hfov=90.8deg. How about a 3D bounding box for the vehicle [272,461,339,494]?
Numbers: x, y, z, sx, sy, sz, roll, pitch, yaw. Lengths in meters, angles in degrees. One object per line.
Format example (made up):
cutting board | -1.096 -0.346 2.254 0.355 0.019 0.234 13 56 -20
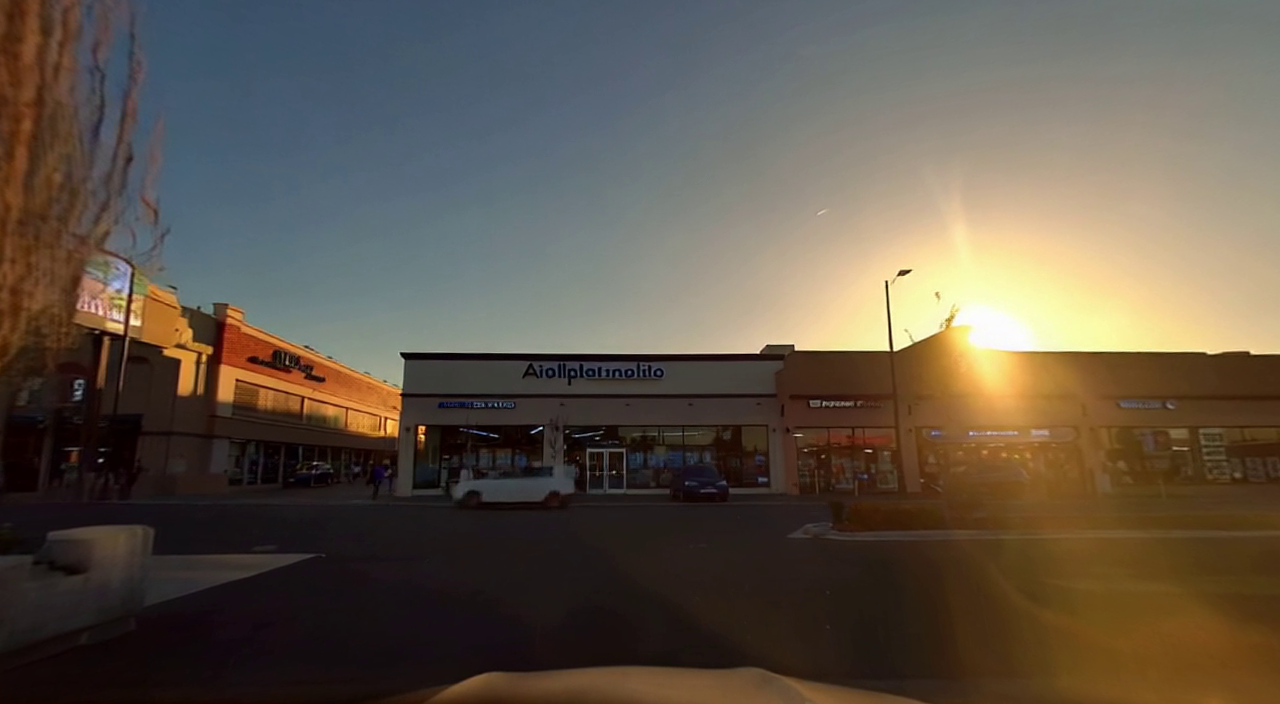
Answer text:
vehicle | -19.947 7.415 37.570 4.596 1.680 1.936 -7 -11 41

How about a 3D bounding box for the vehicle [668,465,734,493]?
vehicle | 3.675 7.764 38.864 1.812 1.468 4.519 5 -10 -28

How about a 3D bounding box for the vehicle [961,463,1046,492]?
vehicle | 25.818 8.906 44.979 4.838 1.799 1.914 -7 -11 39

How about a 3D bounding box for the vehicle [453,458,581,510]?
vehicle | -4.109 4.493 21.694 4.073 1.609 1.813 1 -9 -4

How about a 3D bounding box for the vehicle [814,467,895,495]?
vehicle | 13.044 7.851 38.675 1.791 1.453 4.593 5 -10 -29
